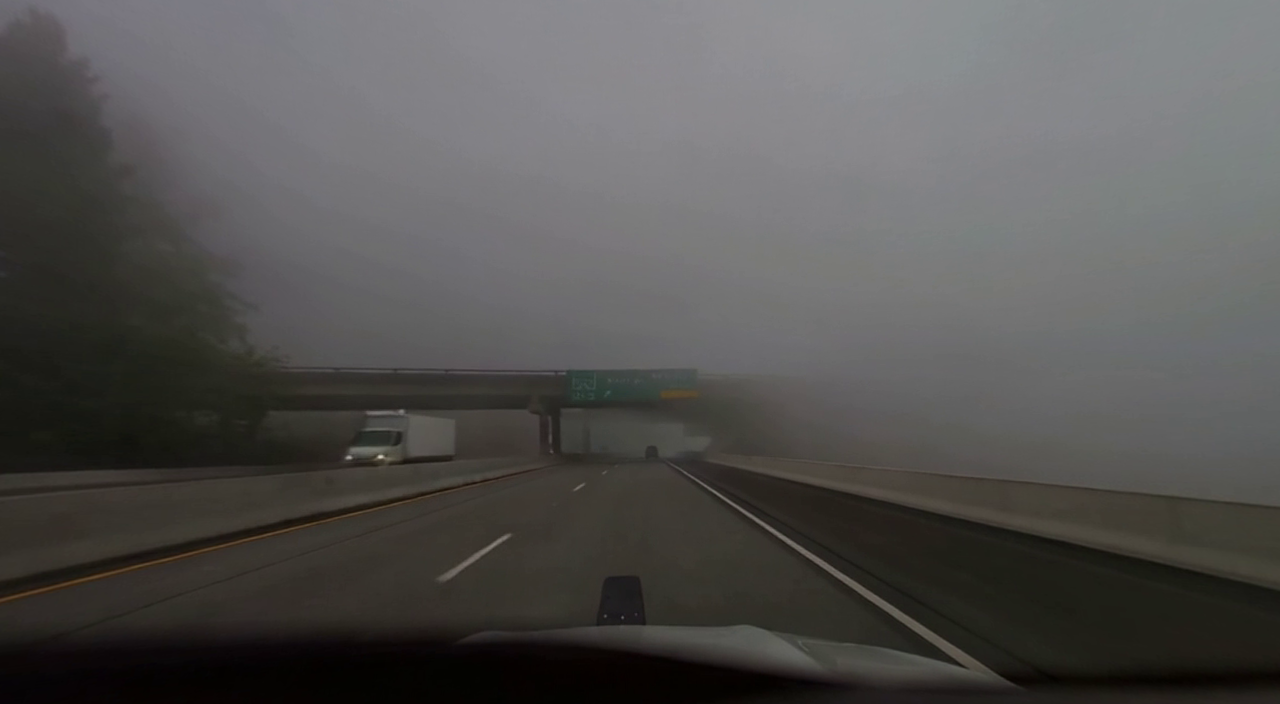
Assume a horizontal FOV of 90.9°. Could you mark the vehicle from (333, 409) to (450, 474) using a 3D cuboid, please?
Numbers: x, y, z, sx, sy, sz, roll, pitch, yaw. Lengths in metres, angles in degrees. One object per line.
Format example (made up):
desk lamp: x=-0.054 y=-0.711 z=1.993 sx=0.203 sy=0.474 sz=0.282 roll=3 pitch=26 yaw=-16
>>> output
vehicle: x=-16.465 y=6.175 z=43.173 sx=2.895 sy=3.804 sz=11.880 roll=0 pitch=-9 yaw=1
